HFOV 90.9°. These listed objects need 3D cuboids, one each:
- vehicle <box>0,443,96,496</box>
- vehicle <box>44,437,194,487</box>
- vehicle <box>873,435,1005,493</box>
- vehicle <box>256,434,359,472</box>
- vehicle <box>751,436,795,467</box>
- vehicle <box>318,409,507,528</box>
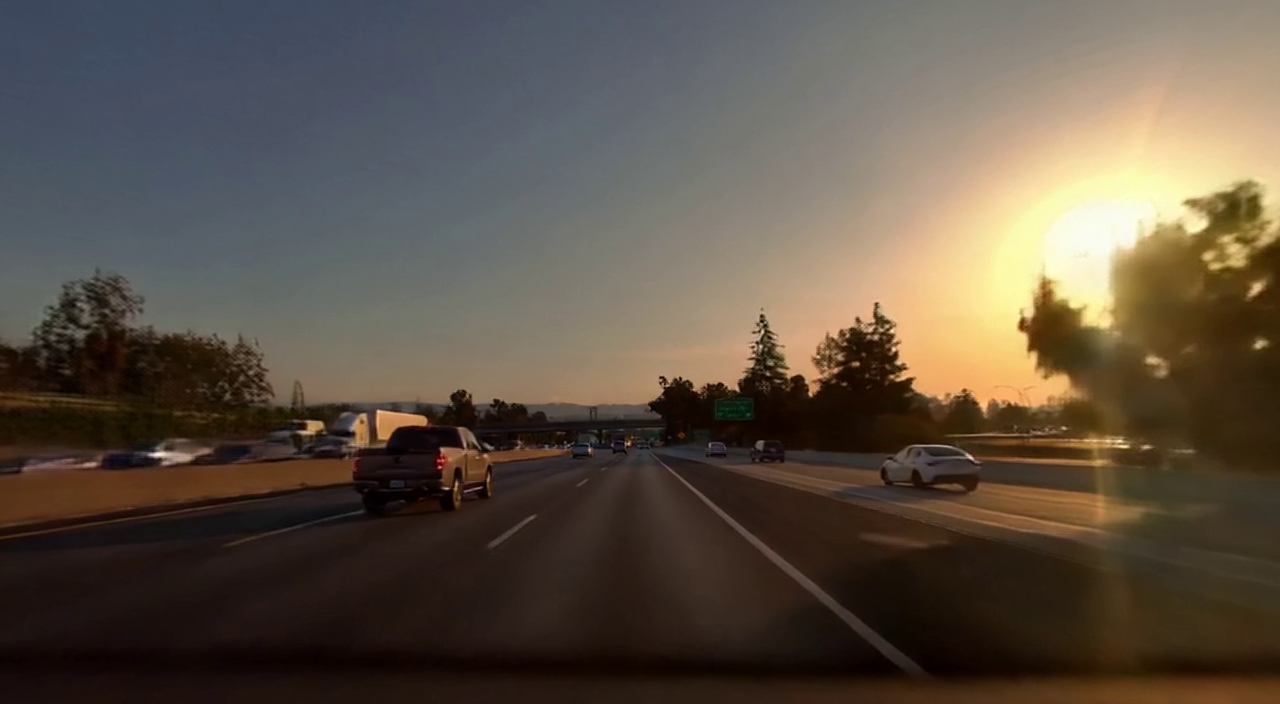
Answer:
[{"bbox_3d":[-24.951,4.638,25.189,1.871,1.987,4.982,0,-8,0],"label":"vehicle"},{"bbox_3d":[-21.142,4.454,25.952,1.989,1.822,4.801,0,-8,1],"label":"vehicle"},{"bbox_3d":[9.278,3.492,20.047,1.971,1.638,4.295,0,-8,-1],"label":"vehicle"},{"bbox_3d":[-20.892,6.369,40.158,2.736,2.171,6.889,0,-8,1],"label":"vehicle"},{"bbox_3d":[9.467,7.097,45.242,2.061,2.115,4.635,0,-8,-1],"label":"vehicle"},{"bbox_3d":[-4.208,2.246,12.717,1.994,1.911,4.819,0,-8,0],"label":"vehicle"}]
